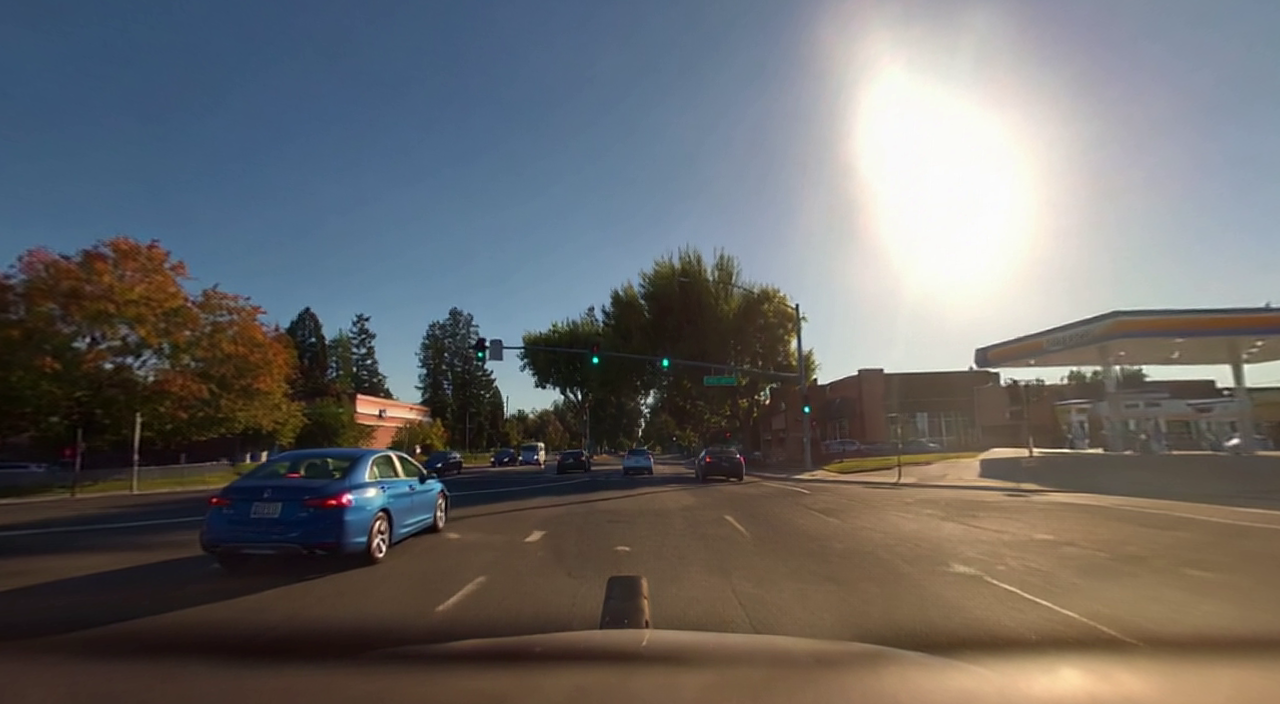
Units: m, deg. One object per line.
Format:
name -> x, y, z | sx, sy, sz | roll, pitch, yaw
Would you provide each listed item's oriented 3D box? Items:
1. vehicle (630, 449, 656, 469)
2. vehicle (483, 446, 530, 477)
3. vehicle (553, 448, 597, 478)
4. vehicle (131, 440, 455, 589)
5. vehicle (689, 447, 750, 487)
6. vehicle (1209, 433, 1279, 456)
vehicle -> 0.216, 8.321, 49.139 | 1.934, 1.470, 3.988 | 0, -8, -1
vehicle -> -8.350, 6.860, 39.750 | 1.922, 1.660, 4.332 | -2, -8, 1
vehicle -> -3.447, 5.971, 34.167 | 1.841, 1.474, 4.038 | 0, -8, 1
vehicle -> -4.142, 1.951, 8.579 | 1.803, 1.463, 4.422 | 0, -8, 1
vehicle -> 3.131, 4.596, 25.523 | 1.883, 1.465, 3.975 | 0, -8, -1
vehicle -> 41.037, 6.197, 42.069 | 1.812, 1.427, 4.632 | 0, -8, 1
